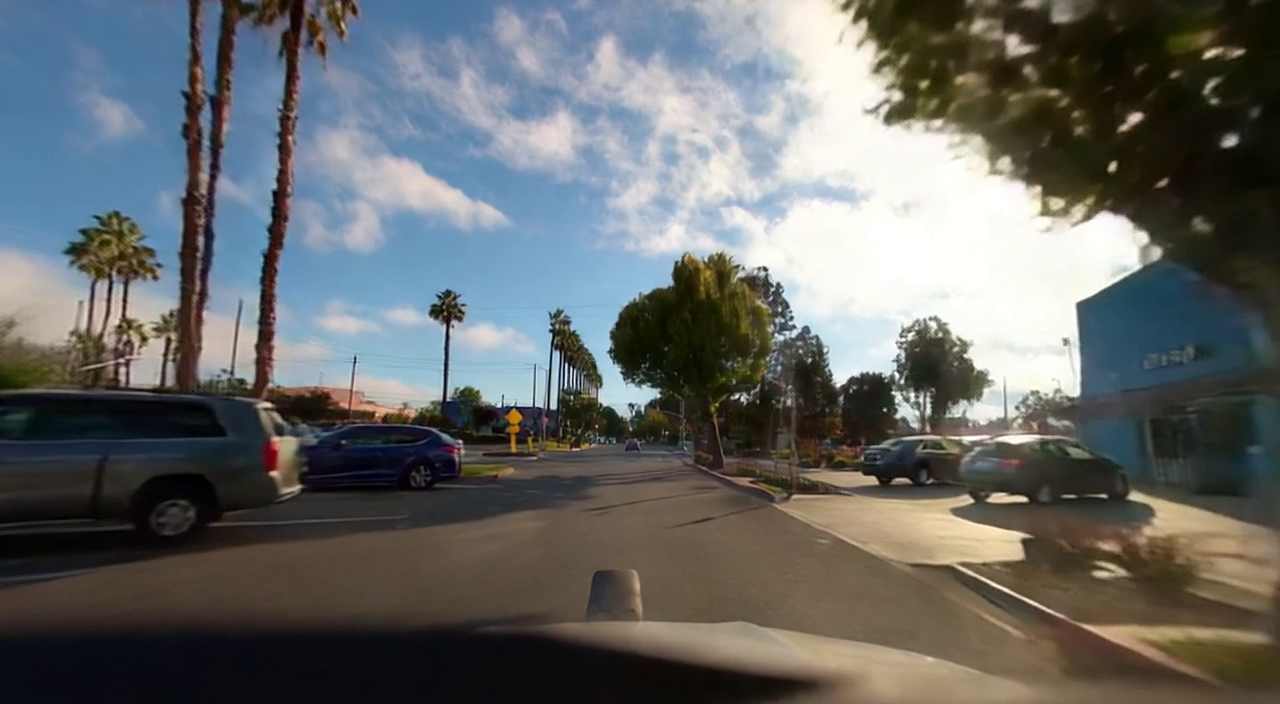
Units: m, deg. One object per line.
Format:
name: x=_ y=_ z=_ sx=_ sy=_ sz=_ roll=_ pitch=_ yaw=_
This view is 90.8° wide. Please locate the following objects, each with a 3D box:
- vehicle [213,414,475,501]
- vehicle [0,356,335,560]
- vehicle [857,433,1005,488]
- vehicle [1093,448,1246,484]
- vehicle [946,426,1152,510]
vehicle: x=-6.018 y=2.113 z=13.116 sx=4.542 sy=1.483 sz=2.174 roll=5 pitch=-9 yaw=-31
vehicle: x=-6.191 y=1.106 z=6.909 sx=4.787 sy=1.867 sz=2.092 roll=5 pitch=-9 yaw=-34
vehicle: x=9.764 y=3.557 z=21.133 sx=4.651 sy=1.610 sz=2.157 roll=5 pitch=-9 yaw=-30
vehicle: x=25.082 y=5.371 z=30.164 sx=1.785 sy=1.539 sz=5.214 roll=6 pitch=-10 yaw=-34
vehicle: x=10.001 y=2.769 z=15.411 sx=4.758 sy=1.759 sz=2.068 roll=5 pitch=-10 yaw=-28
